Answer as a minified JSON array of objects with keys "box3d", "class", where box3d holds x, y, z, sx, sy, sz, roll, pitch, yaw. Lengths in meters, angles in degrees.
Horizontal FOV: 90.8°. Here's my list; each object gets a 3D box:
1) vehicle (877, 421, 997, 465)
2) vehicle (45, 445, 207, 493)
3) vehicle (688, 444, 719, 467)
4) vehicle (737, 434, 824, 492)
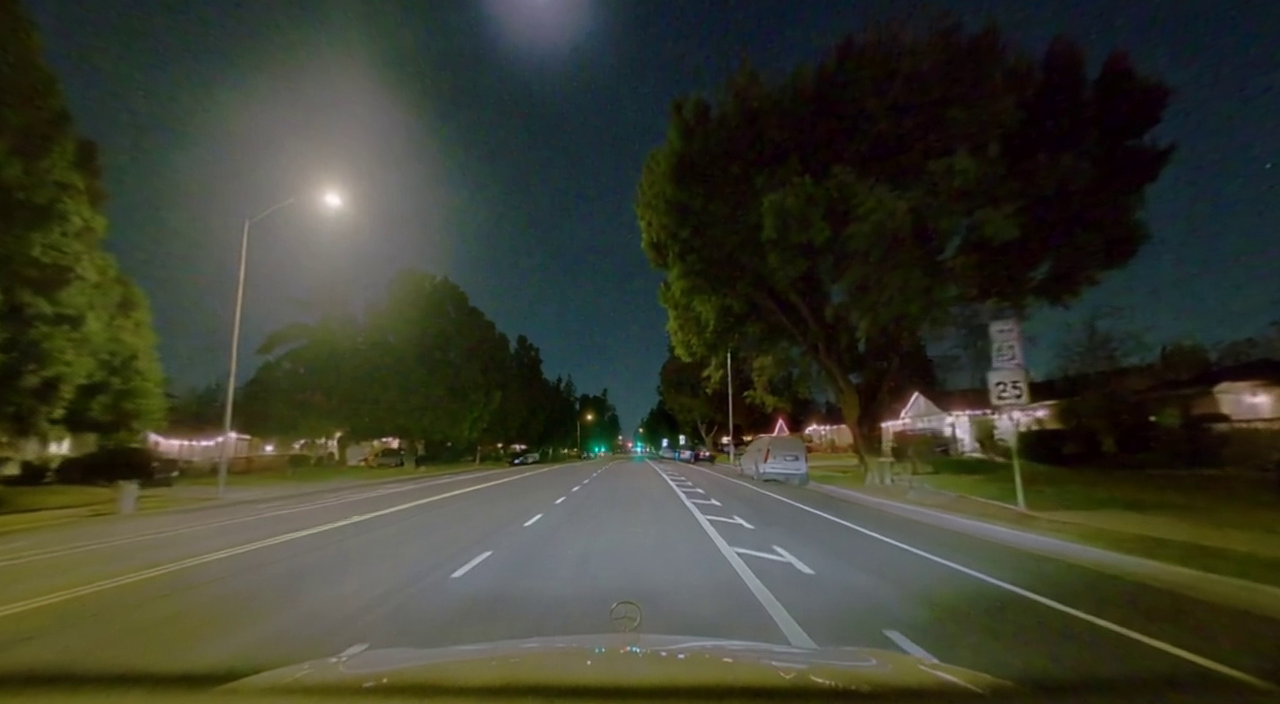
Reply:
[{"box3d":[15.701,4.851,33.667,5.096,1.931,2.288,-4,-9,2],"class":"vehicle"},{"box3d":[-20.488,4.636,25.302,4.818,1.625,2.012,1,-8,5],"class":"vehicle"},{"box3d":[4.743,7.823,47.574,1.934,1.546,5.009,2,-10,2],"class":"vehicle"},{"box3d":[4.990,3.999,23.080,2.082,1.763,4.718,3,-8,0],"class":"vehicle"}]
